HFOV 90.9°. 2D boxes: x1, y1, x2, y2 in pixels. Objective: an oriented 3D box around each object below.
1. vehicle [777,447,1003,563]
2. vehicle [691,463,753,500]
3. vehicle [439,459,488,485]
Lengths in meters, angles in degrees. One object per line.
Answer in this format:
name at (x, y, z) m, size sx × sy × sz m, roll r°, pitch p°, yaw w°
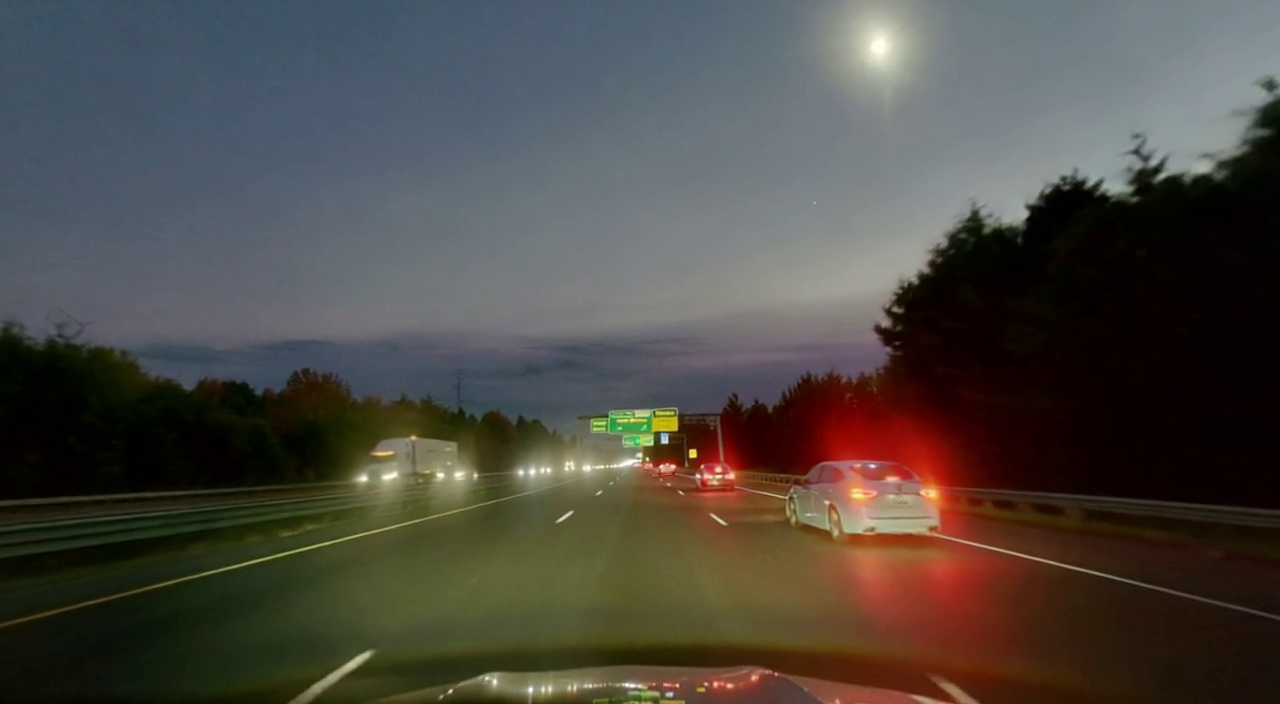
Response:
vehicle at (4.025, 2.586, 11.241) m, size 2.010 × 1.579 × 4.679 m, roll 1°, pitch -10°, yaw -1°
vehicle at (3.544, 5.704, 28.044) m, size 2.051 × 1.472 × 4.547 m, roll 1°, pitch -10°, yaw -2°
vehicle at (-12.686, 8.681, 45.628) m, size 2.050 × 1.763 × 5.114 m, roll 1°, pitch -10°, yaw 0°
